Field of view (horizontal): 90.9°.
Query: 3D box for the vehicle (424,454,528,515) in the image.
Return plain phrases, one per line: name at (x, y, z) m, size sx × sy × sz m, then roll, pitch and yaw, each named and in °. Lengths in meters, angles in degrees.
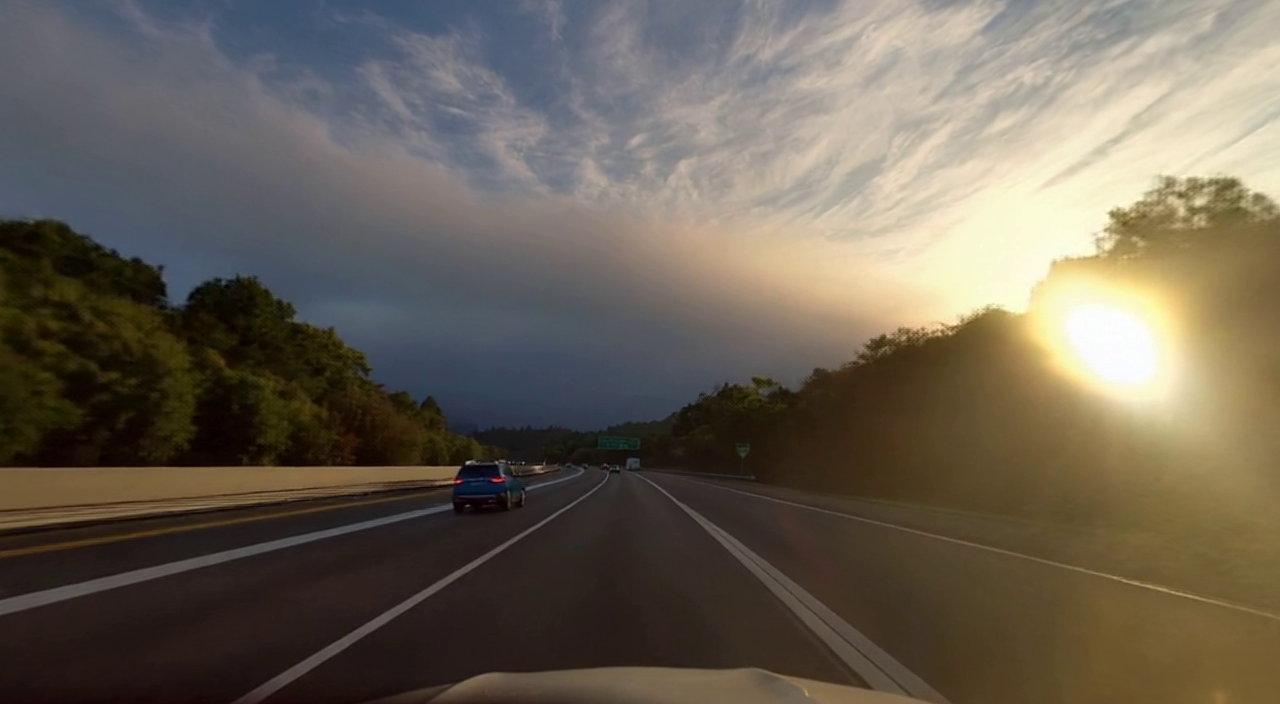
vehicle at (-4.658, 3.836, 18.510) m, size 2.025 × 1.584 × 3.657 m, roll 0°, pitch -10°, yaw 0°
